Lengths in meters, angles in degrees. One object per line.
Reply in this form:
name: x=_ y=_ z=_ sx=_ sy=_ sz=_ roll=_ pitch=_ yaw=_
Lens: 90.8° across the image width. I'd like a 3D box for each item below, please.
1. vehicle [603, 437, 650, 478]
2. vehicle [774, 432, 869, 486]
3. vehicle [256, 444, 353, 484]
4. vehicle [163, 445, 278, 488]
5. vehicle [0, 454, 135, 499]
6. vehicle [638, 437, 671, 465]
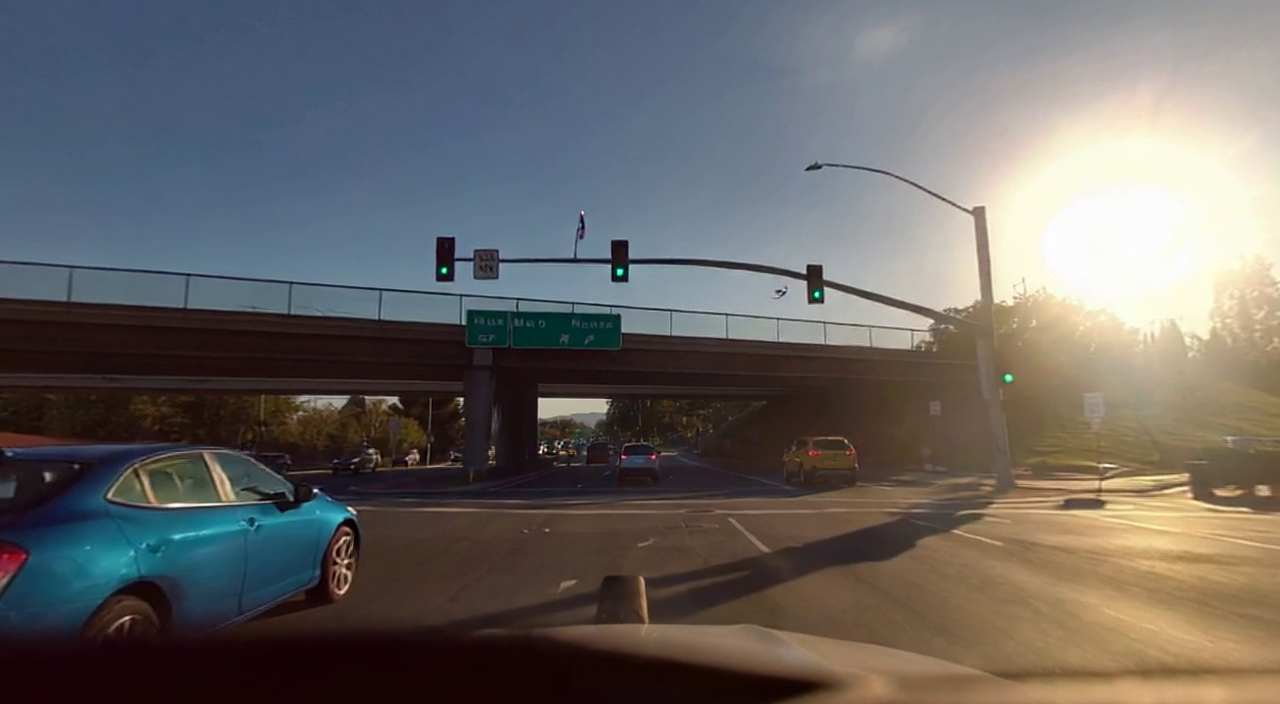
vehicle: x=-0.559 y=4.989 z=30.215 sx=2.060 sy=1.768 sz=4.681 roll=0 pitch=-8 yaw=1
vehicle: x=6.491 y=3.869 z=23.204 sx=2.074 sy=1.785 sz=4.320 roll=0 pitch=-8 yaw=-2
vehicle: x=-16.374 y=5.460 z=31.204 sx=2.132 sy=1.664 sz=4.720 roll=-2 pitch=-8 yaw=2
vehicle: x=-19.240 y=5.214 z=29.324 sx=1.990 sy=1.789 sz=4.973 roll=0 pitch=-8 yaw=-2
vehicle: x=-23.403 y=4.994 z=25.705 sx=1.849 sy=1.539 sz=4.665 roll=0 pitch=-8 yaw=-1
vehicle: x=1.128 y=7.406 z=47.461 sx=2.342 sy=2.026 sz=4.642 roll=-1 pitch=-8 yaw=3
